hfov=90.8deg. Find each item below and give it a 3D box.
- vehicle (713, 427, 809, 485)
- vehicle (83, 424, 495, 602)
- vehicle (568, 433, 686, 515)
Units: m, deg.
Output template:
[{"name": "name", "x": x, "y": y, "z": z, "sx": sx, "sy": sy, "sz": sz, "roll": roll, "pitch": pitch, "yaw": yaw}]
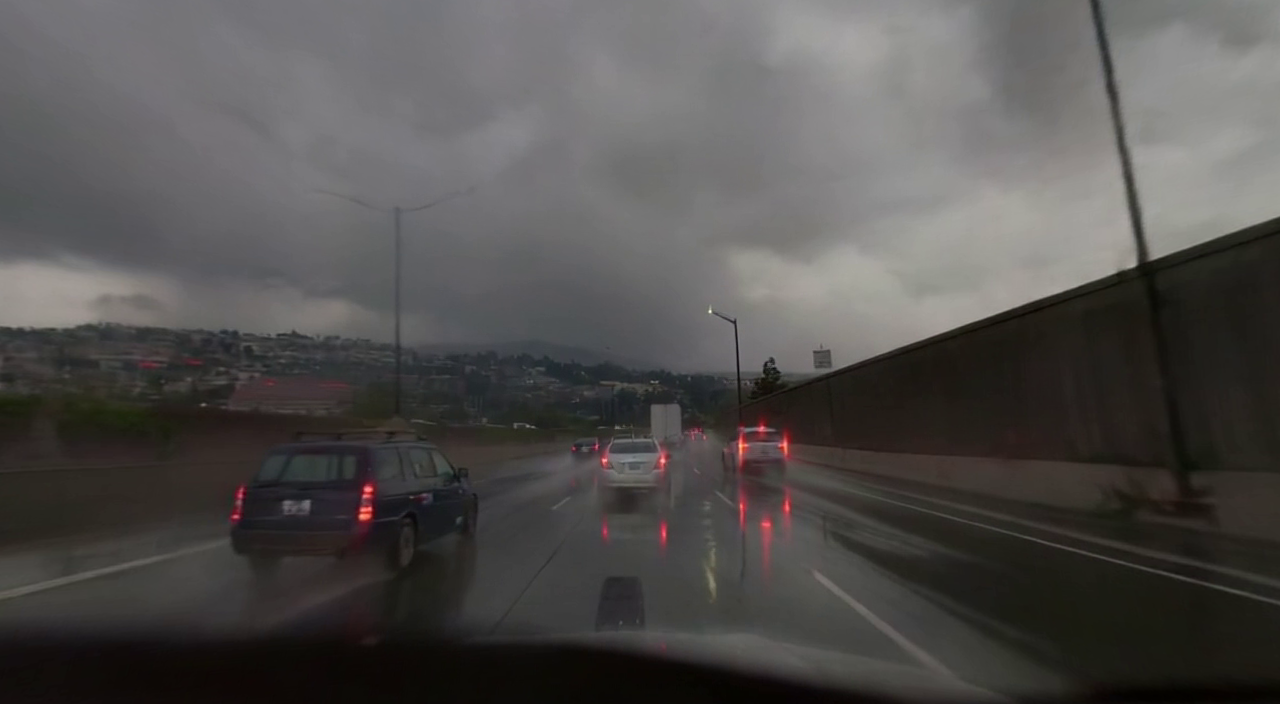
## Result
[{"name": "vehicle", "x": 3.777, "y": 3.356, "z": 20.641, "sx": 2.166, "sy": 1.666, "sz": 4.618, "roll": 0, "pitch": -9, "yaw": 0}, {"name": "vehicle", "x": -3.541, "y": 1.740, "z": 7.874, "sx": 2.130, "sy": 1.474, "sz": 5.027, "roll": -1, "pitch": -9, "yaw": 2}, {"name": "vehicle", "x": -0.200, "y": 2.527, "z": 13.515, "sx": 2.136, "sy": 1.470, "sz": 3.971, "roll": -1, "pitch": -9, "yaw": 1}]
